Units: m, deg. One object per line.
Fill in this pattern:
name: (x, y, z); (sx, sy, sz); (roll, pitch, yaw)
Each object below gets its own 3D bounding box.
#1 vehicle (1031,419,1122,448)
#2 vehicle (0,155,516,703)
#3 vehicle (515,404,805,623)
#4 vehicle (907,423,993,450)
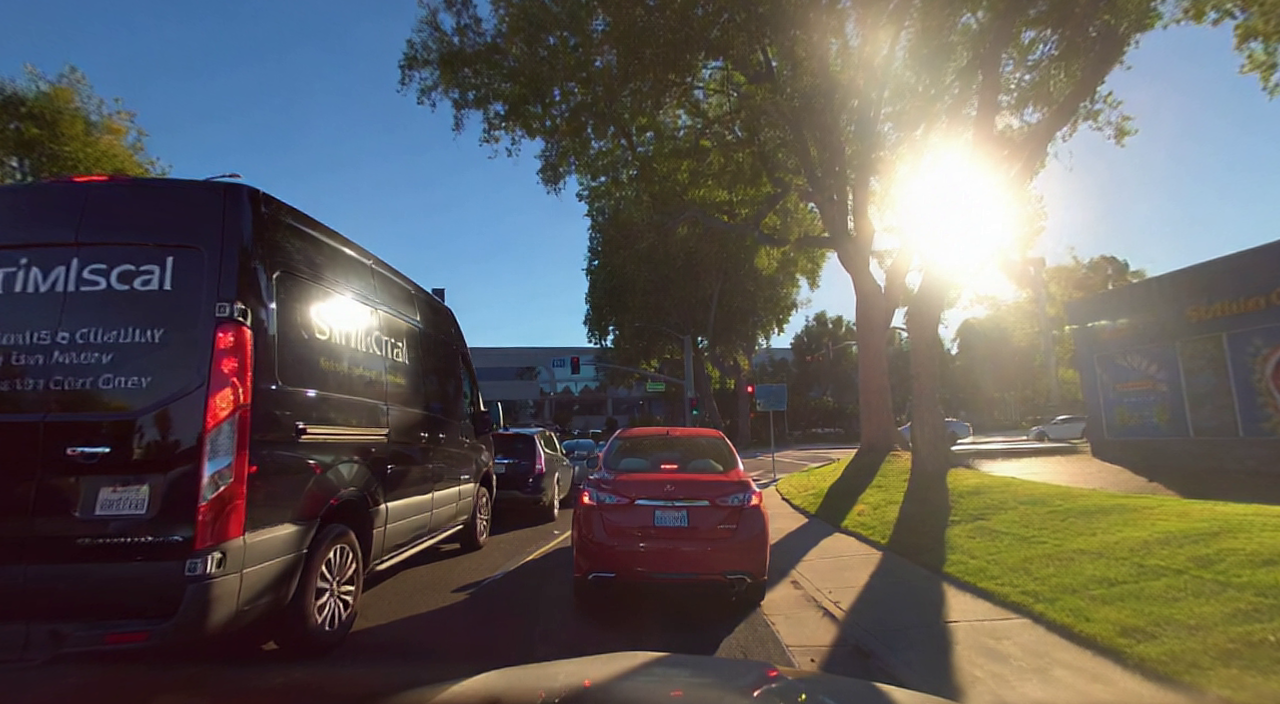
vehicle: (31.980, 6.025, 46.188); (5.084, 2.041, 2.360); (1, -9, -9)
vehicle: (-3.076, 0.886, 5.904); (2.555, 3.035, 5.702); (0, -8, 1)
vehicle: (0.304, 1.646, 7.430); (2.398, 1.773, 4.254); (-1, -8, 4)
vehicle: (21.938, 6.030, 44.606); (5.021, 1.848, 2.210); (1, -9, -9)
